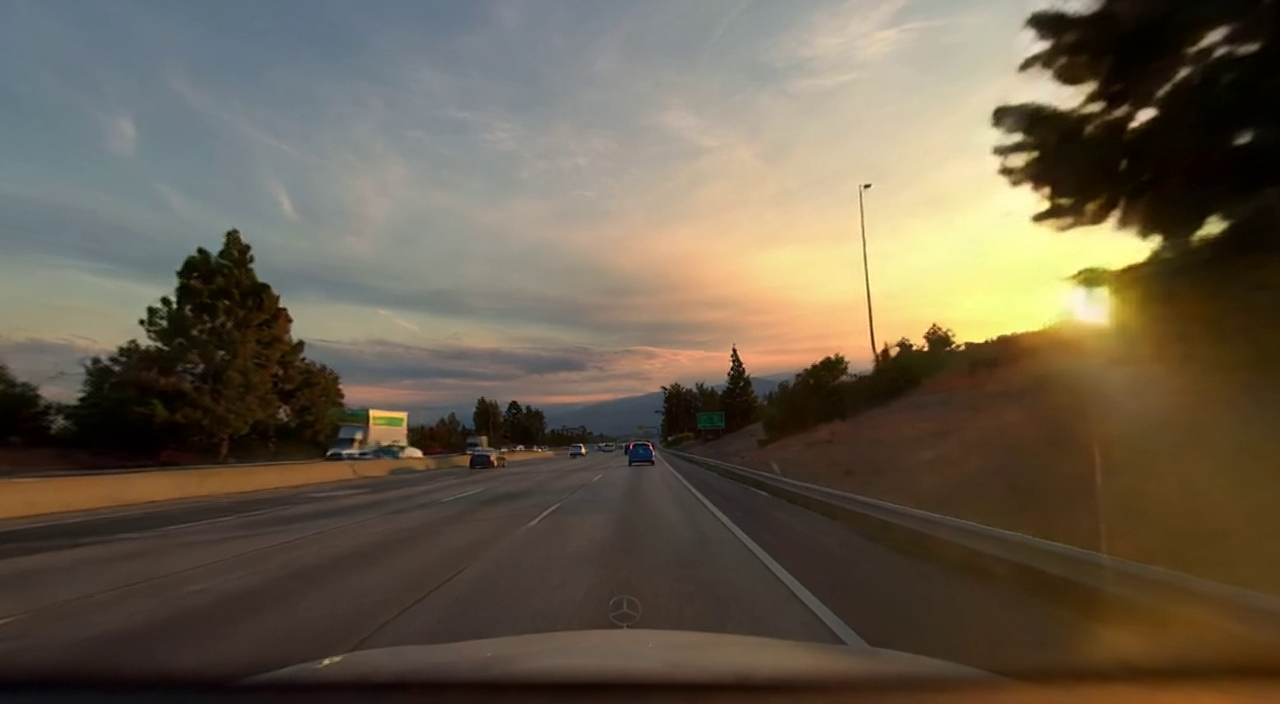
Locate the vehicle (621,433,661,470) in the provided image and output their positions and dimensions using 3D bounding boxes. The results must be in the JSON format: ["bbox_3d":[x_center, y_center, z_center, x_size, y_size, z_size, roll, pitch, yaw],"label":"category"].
[{"bbox_3d":[0.071,6.169,39.348,2.318,2.145,4.561,0,-8,0],"label":"vehicle"}]

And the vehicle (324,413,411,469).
[{"bbox_3d":[-14.128,4.700,33.059,2.499,2.625,4.804,-1,-9,-2],"label":"vehicle"}]

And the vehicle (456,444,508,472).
[{"bbox_3d":[-10.182,6.847,41.034,2.037,1.661,4.885,0,-8,1],"label":"vehicle"}]
